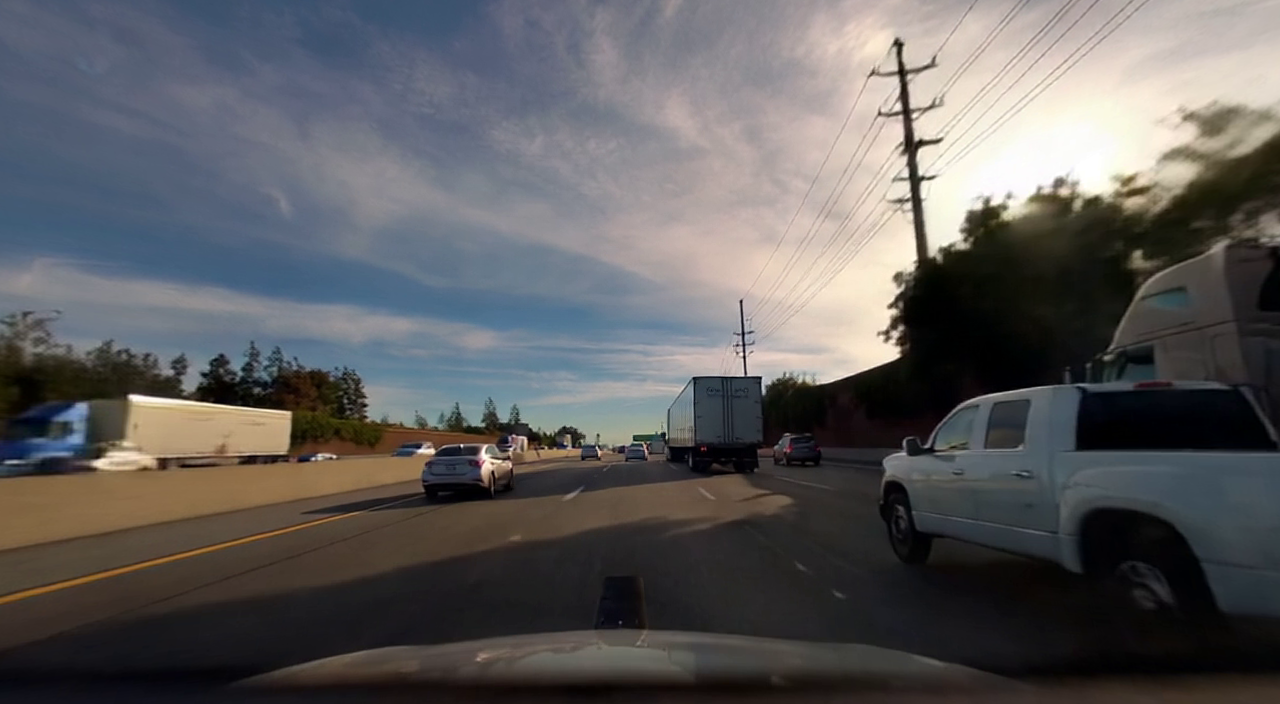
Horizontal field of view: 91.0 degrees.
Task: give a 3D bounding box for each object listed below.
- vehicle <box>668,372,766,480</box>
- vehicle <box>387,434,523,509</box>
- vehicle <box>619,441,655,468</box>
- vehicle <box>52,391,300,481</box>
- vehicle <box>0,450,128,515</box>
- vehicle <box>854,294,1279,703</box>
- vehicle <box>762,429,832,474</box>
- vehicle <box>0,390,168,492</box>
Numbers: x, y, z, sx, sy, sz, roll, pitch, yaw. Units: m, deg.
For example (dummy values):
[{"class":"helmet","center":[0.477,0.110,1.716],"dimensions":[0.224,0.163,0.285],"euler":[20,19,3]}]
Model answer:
[{"class":"vehicle","center":[3.316,3.976,32.248],"dimensions":[2.907,4.109,16.177],"euler":[0,-8,0]},{"class":"vehicle","center":[-4.158,2.732,14.850],"dimensions":[1.968,1.507,3.829],"euler":[0,-8,1]},{"class":"vehicle","center":[-0.150,6.153,37.995],"dimensions":[2.047,1.485,3.938],"euler":[0,-8,1]},{"class":"vehicle","center":[-22.484,4.365,32.253],"dimensions":[2.779,3.662,12.891],"euler":[0,-8,1]},{"class":"vehicle","center":[-14.907,3.156,15.591],"dimensions":[1.519,1.378,3.435],"euler":[0,-8,0]},{"class":"vehicle","center":[3.452,1.007,4.331],"dimensions":[2.132,1.869,4.978],"euler":[0,-8,-1]},{"class":"vehicle","center":[7.380,4.742,30.156],"dimensions":[2.079,1.938,4.630],"euler":[0,-8,-1]},{"class":"vehicle","center":[-22.352,3.363,23.700],"dimensions":[3.028,3.310,7.561],"euler":[0,-8,1]}]
